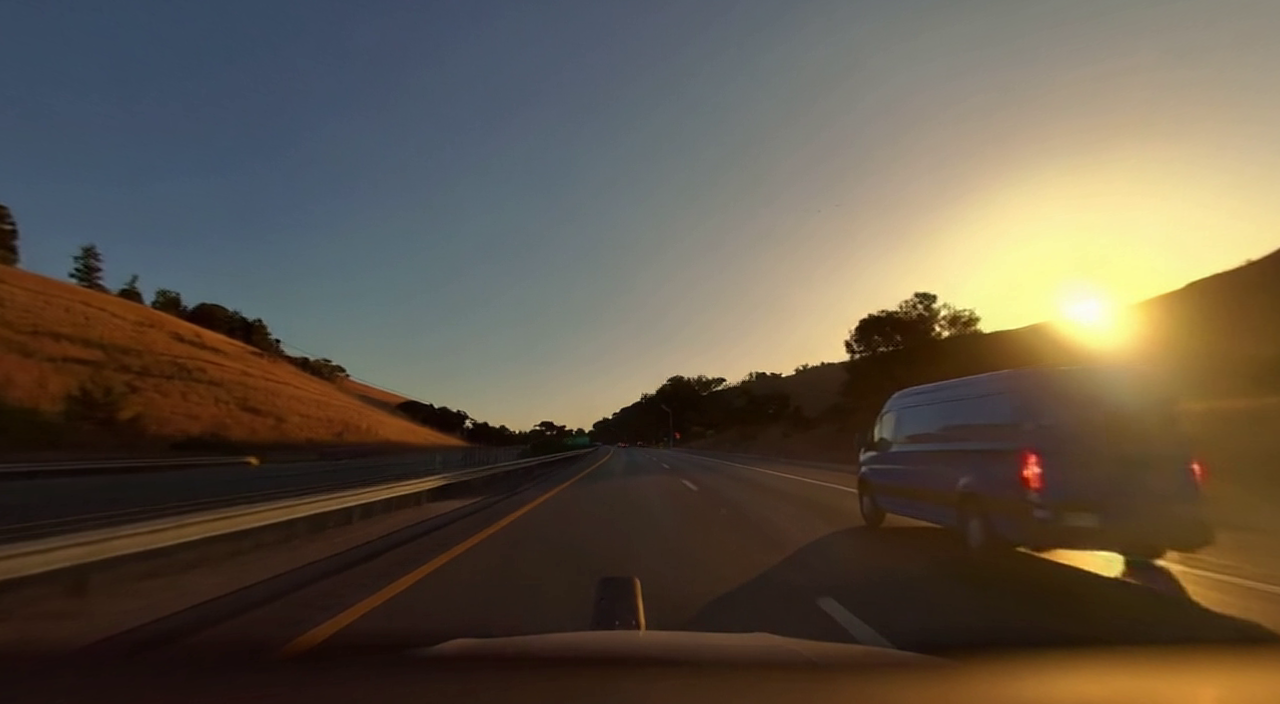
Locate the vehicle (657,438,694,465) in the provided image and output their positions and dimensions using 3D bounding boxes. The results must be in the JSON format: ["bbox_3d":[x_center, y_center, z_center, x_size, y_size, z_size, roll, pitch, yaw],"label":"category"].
[{"bbox_3d":[2.071,5.936,37.666,2.005,1.466,3.739,-1,-8,0],"label":"vehicle"}]

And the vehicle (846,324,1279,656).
[{"bbox_3d":[4.030,1.159,6.310,2.269,2.048,4.679,0,-8,-1],"label":"vehicle"}]
